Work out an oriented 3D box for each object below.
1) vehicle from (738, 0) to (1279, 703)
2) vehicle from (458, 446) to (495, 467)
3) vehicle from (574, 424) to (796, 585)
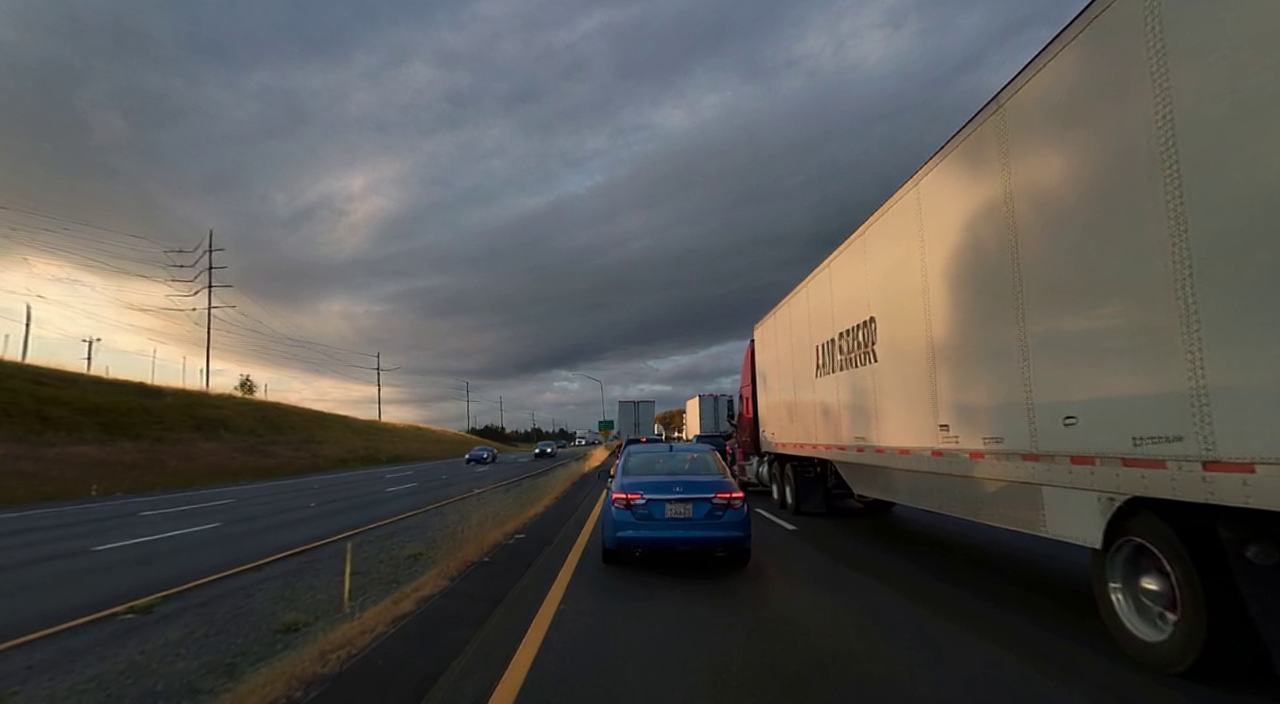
[{"bbox_3d":[4.186,0.414,8.096,3.138,4.065,14.276,0,-8,-2],"label":"vehicle"},{"bbox_3d":[-12.474,7.978,48.285,1.795,1.441,3.759,-1,-8,0],"label":"vehicle"},{"bbox_3d":[0.341,1.660,7.674,2.045,1.446,3.597,0,-8,-2],"label":"vehicle"}]
